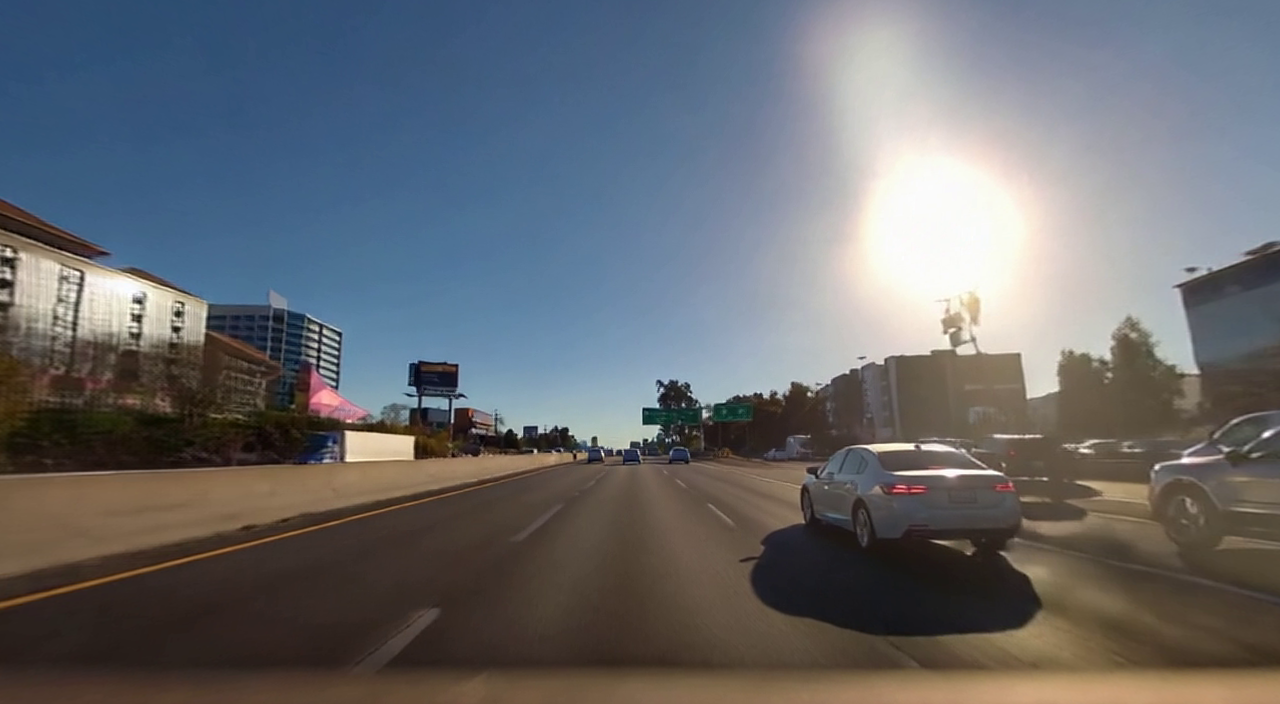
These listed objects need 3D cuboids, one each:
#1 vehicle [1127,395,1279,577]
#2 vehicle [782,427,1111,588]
[{"bbox_3d":[7.461,1.229,5.686,2.176,1.793,4.841,0,-9,-1],"label":"vehicle"},{"bbox_3d":[3.445,1.848,8.342,1.987,1.509,4.512,0,-9,-1],"label":"vehicle"}]
